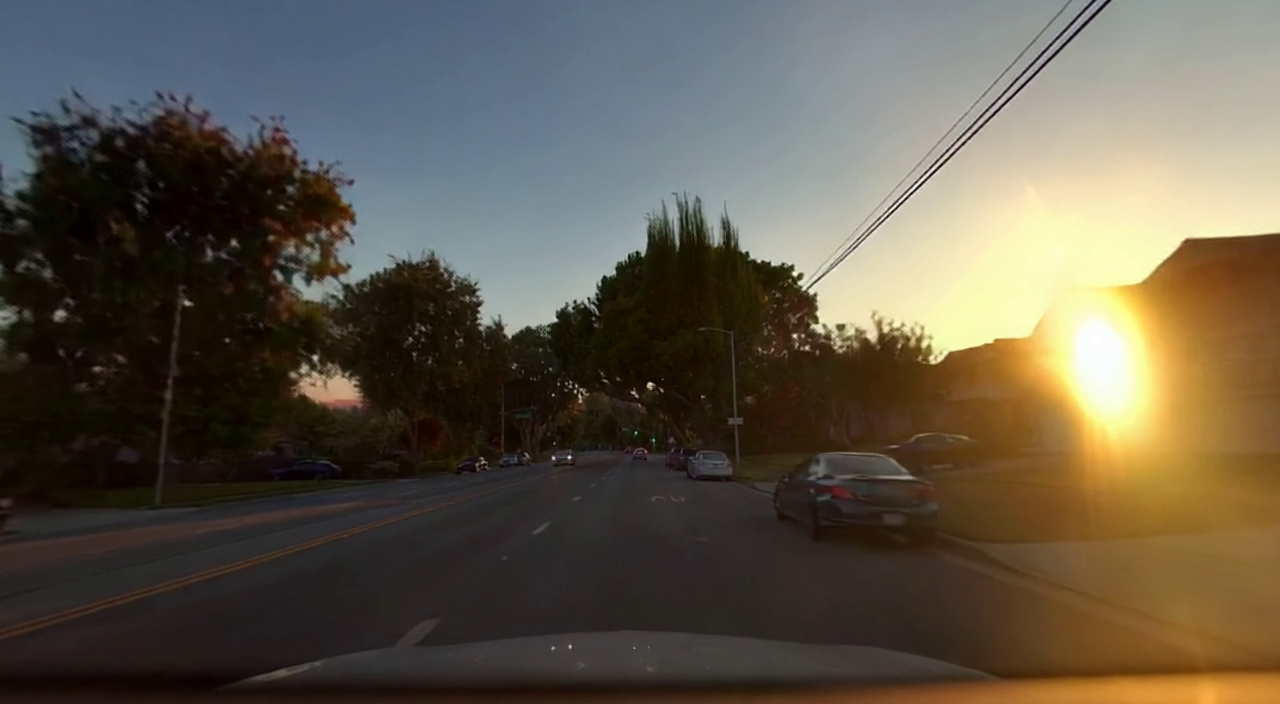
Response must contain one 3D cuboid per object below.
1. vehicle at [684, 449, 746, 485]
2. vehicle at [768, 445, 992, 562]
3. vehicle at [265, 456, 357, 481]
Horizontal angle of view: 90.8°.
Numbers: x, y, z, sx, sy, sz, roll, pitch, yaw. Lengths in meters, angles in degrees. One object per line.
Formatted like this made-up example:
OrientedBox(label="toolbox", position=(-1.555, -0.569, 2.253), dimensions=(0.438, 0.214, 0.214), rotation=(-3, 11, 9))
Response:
OrientedBox(label="vehicle", position=(3.316, 5.224, 29.030), dimensions=(2.158, 1.477, 5.135), rotation=(0, -9, 0))
OrientedBox(label="vehicle", position=(3.527, 2.289, 10.375), dimensions=(2.009, 1.468, 4.414), rotation=(0, -9, 1))
OrientedBox(label="vehicle", position=(-21.306, 7.576, 41.083), dimensions=(4.870, 1.529, 2.004), rotation=(0, -9, 0))
